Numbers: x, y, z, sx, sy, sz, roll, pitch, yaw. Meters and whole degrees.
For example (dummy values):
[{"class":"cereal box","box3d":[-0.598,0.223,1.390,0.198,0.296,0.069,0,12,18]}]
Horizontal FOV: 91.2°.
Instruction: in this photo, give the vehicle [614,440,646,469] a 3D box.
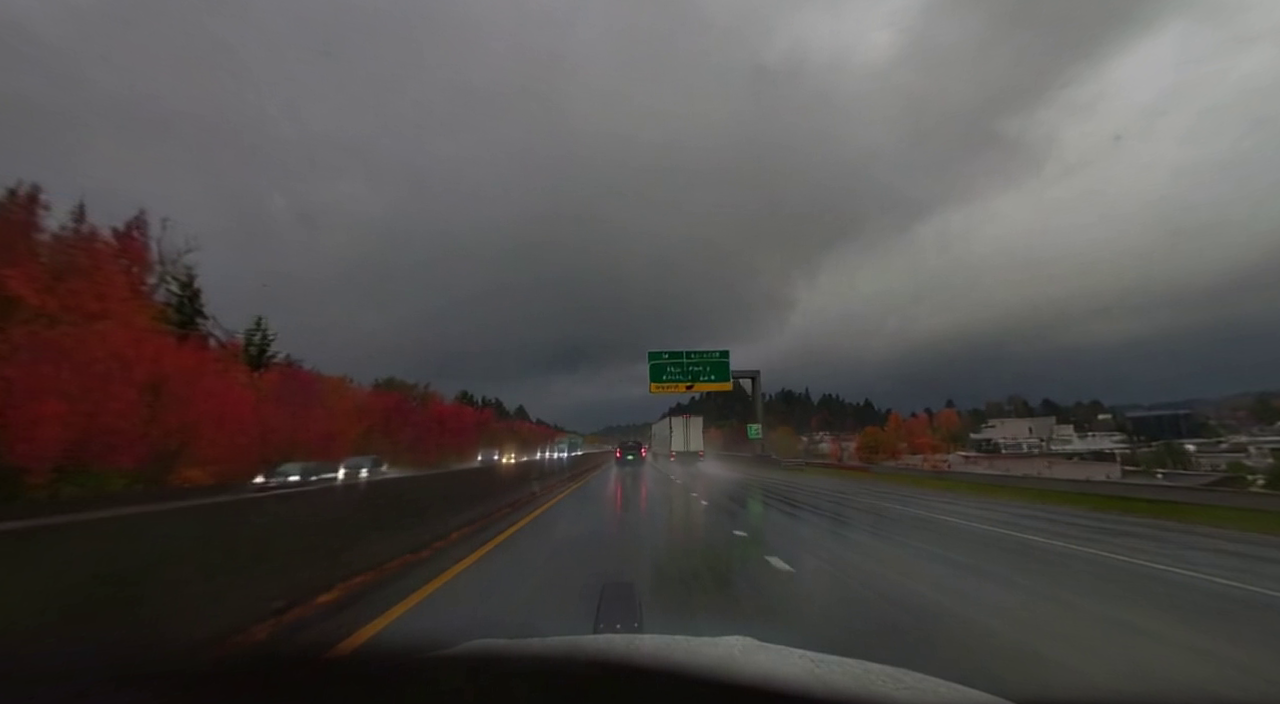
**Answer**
[{"class":"vehicle","box3d":[-0.682,7.129,43.754,2.156,1.886,4.334,0,-9,0]}]
